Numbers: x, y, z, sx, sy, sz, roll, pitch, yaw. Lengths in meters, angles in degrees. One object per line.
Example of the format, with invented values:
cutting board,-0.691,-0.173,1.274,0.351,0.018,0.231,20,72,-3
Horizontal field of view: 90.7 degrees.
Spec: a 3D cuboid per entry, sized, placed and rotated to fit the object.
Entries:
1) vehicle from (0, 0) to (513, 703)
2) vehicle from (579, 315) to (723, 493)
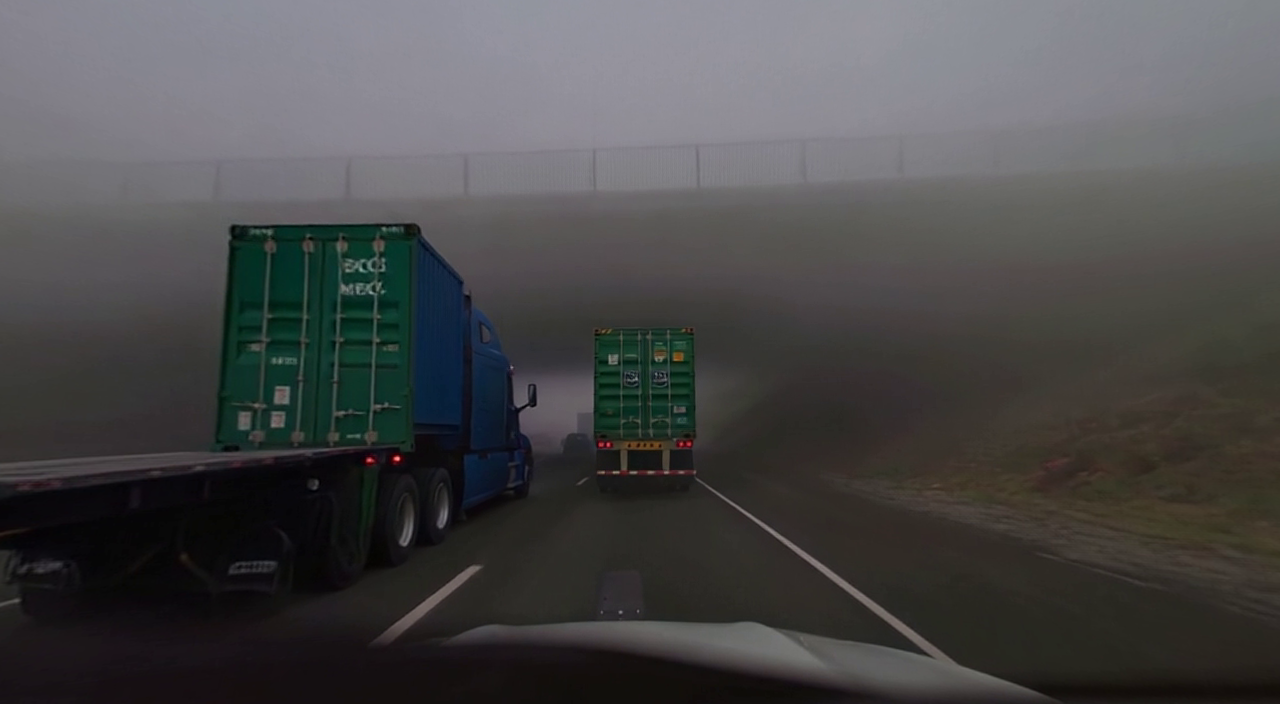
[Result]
vehicle,-3.707,-0.219,3.809,2.873,4.198,13.317,-1,-8,1
vehicle,0.224,1.753,18.756,3.357,4.212,7.519,0,-9,0
